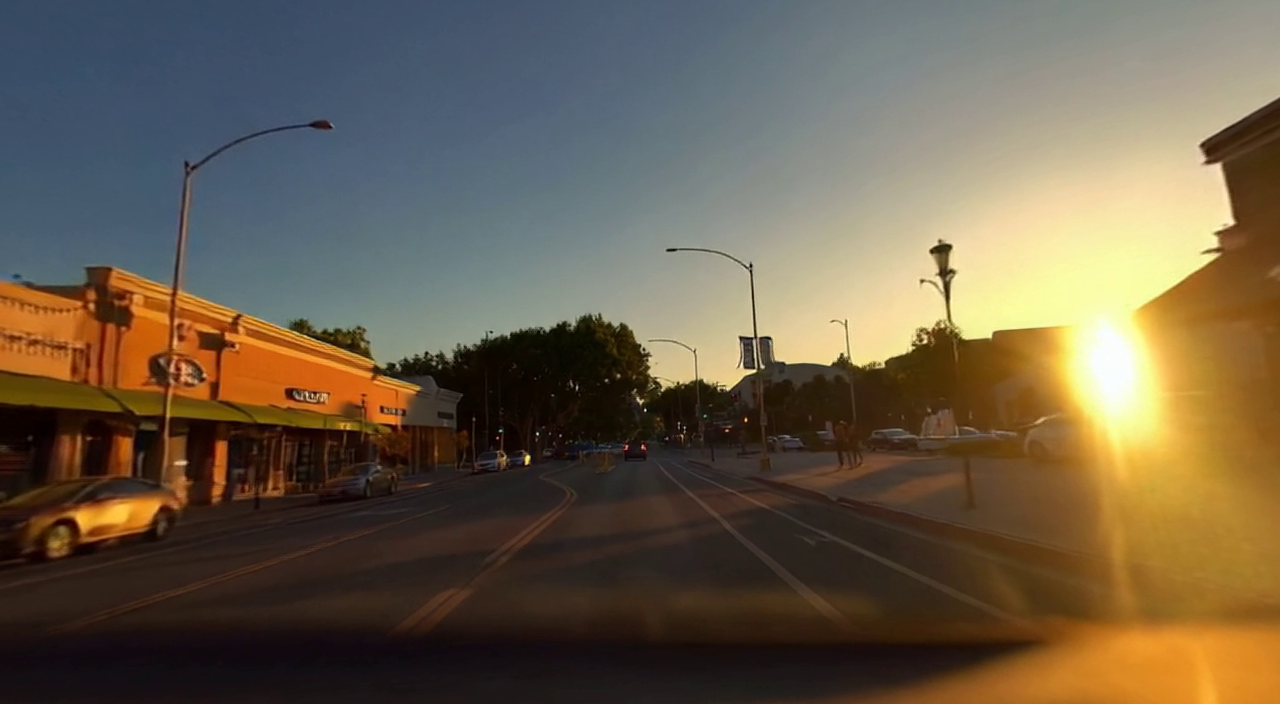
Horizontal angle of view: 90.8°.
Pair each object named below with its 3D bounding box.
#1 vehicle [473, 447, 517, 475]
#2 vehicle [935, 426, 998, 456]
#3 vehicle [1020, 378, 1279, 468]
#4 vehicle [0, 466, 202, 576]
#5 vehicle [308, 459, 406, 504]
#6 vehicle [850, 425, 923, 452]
[{"bbox_3d":[-10.843,8.134,47.516,2.033,1.930,4.786,-1,-8,2],"label":"vehicle"},{"bbox_3d":[17.102,4.693,33.294,1.773,1.446,4.421,-3,-8,12],"label":"vehicle"},{"bbox_3d":[12.862,1.930,16.500,2.532,1.997,5.001,0,-8,-3],"label":"vehicle"},{"bbox_3d":[-10.855,3.071,12.178,1.837,1.586,4.155,0,-8,0],"label":"vehicle"},{"bbox_3d":[-11.003,5.034,24.958,1.828,1.470,4.523,0,-8,0],"label":"vehicle"},{"bbox_3d":[16.948,5.976,43.562,4.135,1.753,2.122,-1,-9,1],"label":"vehicle"}]
